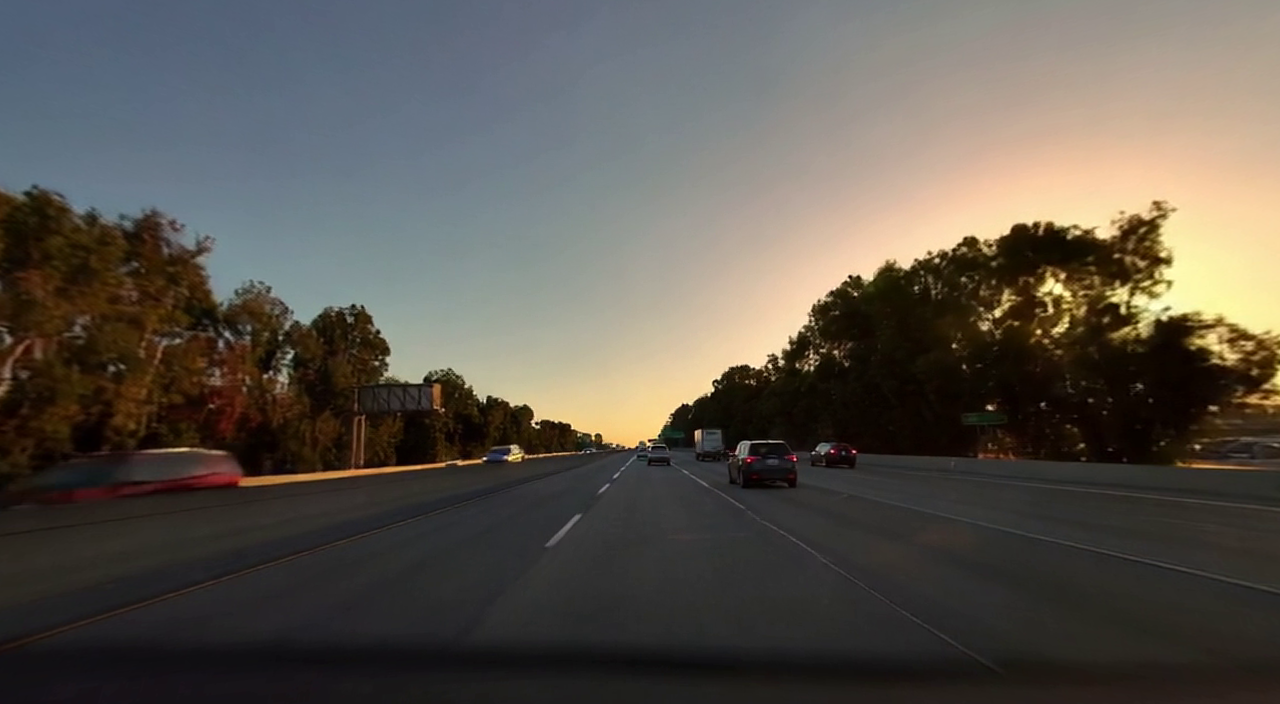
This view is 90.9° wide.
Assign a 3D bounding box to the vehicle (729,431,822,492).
[{"bbox_3d":[4.497,3.705,21.793,2.075,1.845,4.667,0,-8,-1],"label":"vehicle"}]

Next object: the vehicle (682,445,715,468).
[{"bbox_3d":[4.175,7.486,45.473,1.902,1.532,4.181,0,-8,-1],"label":"vehicle"}]

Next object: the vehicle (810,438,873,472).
[{"bbox_3d":[11.395,5.839,36.032,2.028,1.801,4.503,0,-8,-1],"label":"vehicle"}]

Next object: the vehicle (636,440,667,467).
[{"bbox_3d":[0.809,7.354,45.768,2.145,1.832,4.004,0,-8,0],"label":"vehicle"}]

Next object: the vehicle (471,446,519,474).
[{"bbox_3d":[-9.653,7.239,42.446,2.075,1.703,4.506,-1,-8,1],"label":"vehicle"}]

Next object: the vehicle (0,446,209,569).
[{"bbox_3d":[-10.129,2.521,10.970,2.065,1.709,4.466,-1,-8,1],"label":"vehicle"}]

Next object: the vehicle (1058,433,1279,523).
[{"bbox_3d":[11.520,2.527,13.357,1.941,1.539,4.834,0,-8,-1],"label":"vehicle"}]
